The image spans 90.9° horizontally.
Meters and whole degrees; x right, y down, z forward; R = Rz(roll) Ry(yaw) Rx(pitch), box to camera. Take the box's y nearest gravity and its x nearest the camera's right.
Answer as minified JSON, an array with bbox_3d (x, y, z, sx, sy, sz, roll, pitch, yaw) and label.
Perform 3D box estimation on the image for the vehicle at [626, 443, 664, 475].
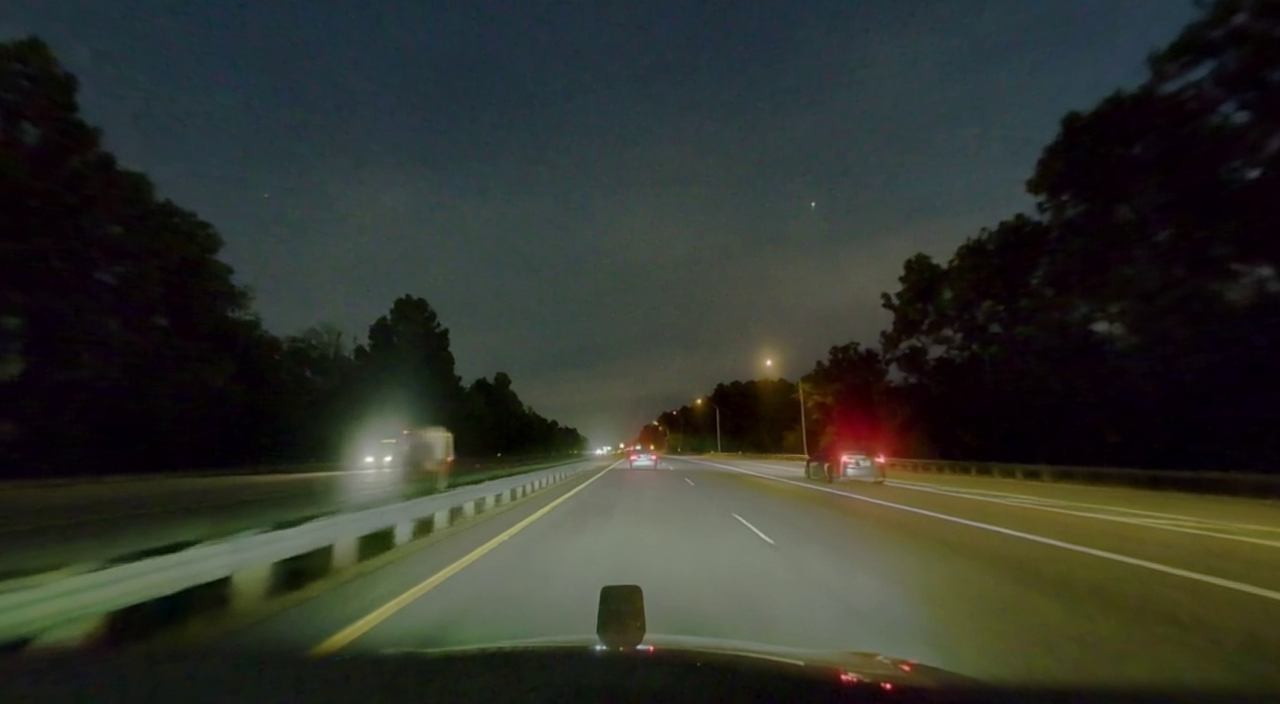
[{"bbox_3d":[0.233,5.814,34.396,1.987,1.658,3.620,0,-9,0],"label":"vehicle"}]
